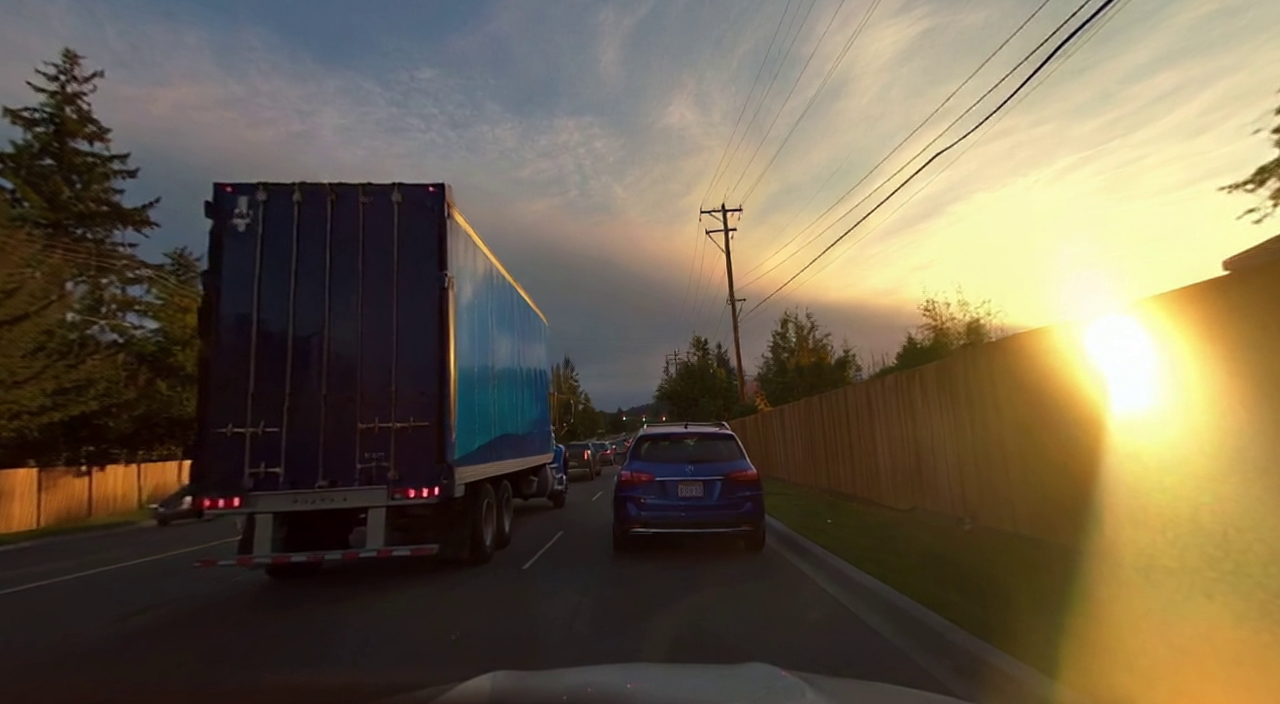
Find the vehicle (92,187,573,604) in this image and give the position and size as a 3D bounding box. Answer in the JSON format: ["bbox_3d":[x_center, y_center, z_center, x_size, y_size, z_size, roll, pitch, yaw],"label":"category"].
[{"bbox_3d":[-3.079,0.964,9.981,2.928,3.658,8.980,0,-9,1],"label":"vehicle"}]

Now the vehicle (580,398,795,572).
[{"bbox_3d":[0.454,1.659,8.529,2.174,1.749,4.113,0,-9,-1],"label":"vehicle"}]
